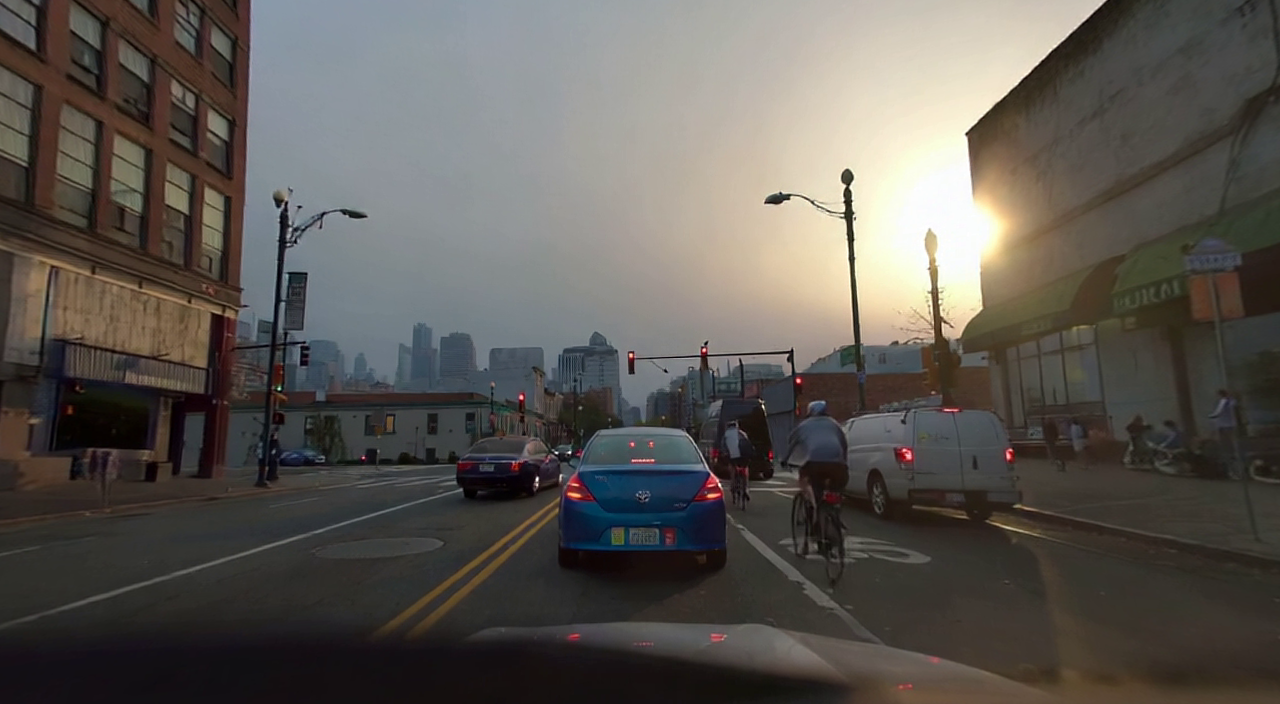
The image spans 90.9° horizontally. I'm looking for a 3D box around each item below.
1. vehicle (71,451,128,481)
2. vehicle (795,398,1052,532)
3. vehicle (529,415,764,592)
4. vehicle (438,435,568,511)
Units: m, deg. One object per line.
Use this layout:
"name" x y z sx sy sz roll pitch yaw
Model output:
"vehicle" -33.553 7.029 39.267 2.264 1.722 4.721 6 -11 -36
"vehicle" 4.512 1.909 11.122 2.142 1.829 4.767 0 -9 -2
"vehicle" 0.027 1.655 7.710 2.091 1.557 4.000 0 -9 -1
"vehicle" -2.943 2.708 14.622 2.039 1.452 4.489 0 -9 0
